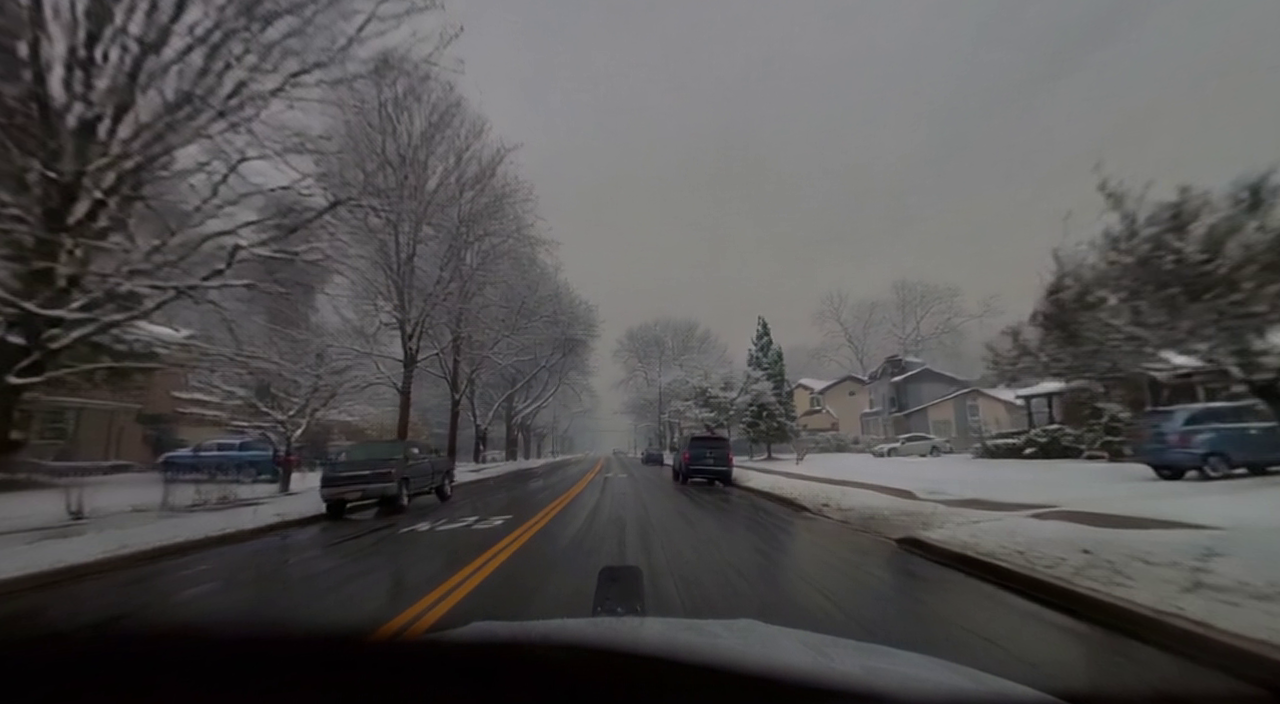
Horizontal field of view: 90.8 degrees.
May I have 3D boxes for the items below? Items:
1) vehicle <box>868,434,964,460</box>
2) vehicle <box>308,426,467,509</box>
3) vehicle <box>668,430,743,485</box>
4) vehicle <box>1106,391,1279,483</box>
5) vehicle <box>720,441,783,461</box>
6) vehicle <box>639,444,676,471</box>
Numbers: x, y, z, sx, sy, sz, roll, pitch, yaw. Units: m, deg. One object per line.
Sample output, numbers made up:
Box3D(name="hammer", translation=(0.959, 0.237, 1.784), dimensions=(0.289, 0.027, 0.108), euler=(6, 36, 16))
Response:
Box3D(name="vehicle", translation=(15.657, 5.394, 35.987), dimensions=(4.560, 1.350, 1.882), euler=(-1, -8, 2))
Box3D(name="vehicle", translation=(-6.403, 3.053, 16.961), dimensions=(2.102, 1.801, 5.574), euler=(-1, -10, -2))
Box3D(name="vehicle", translation=(2.169, 3.643, 22.135), dimensions=(2.007, 1.702, 4.430), euler=(0, -8, -2))
Box3D(name="vehicle", translation=(13.512, 1.861, 13.814), dimensions=(4.938, 1.830, 2.024), euler=(0, -9, 1))
Box3D(name="vehicle", translation=(8.719, 7.762, 49.715), dimensions=(4.472, 1.481, 2.143), euler=(0, -9, -3))
Box3D(name="vehicle", translation=(1.064, 6.870, 41.349), dimensions=(1.988, 1.618, 4.567), euler=(0, -8, -4))
